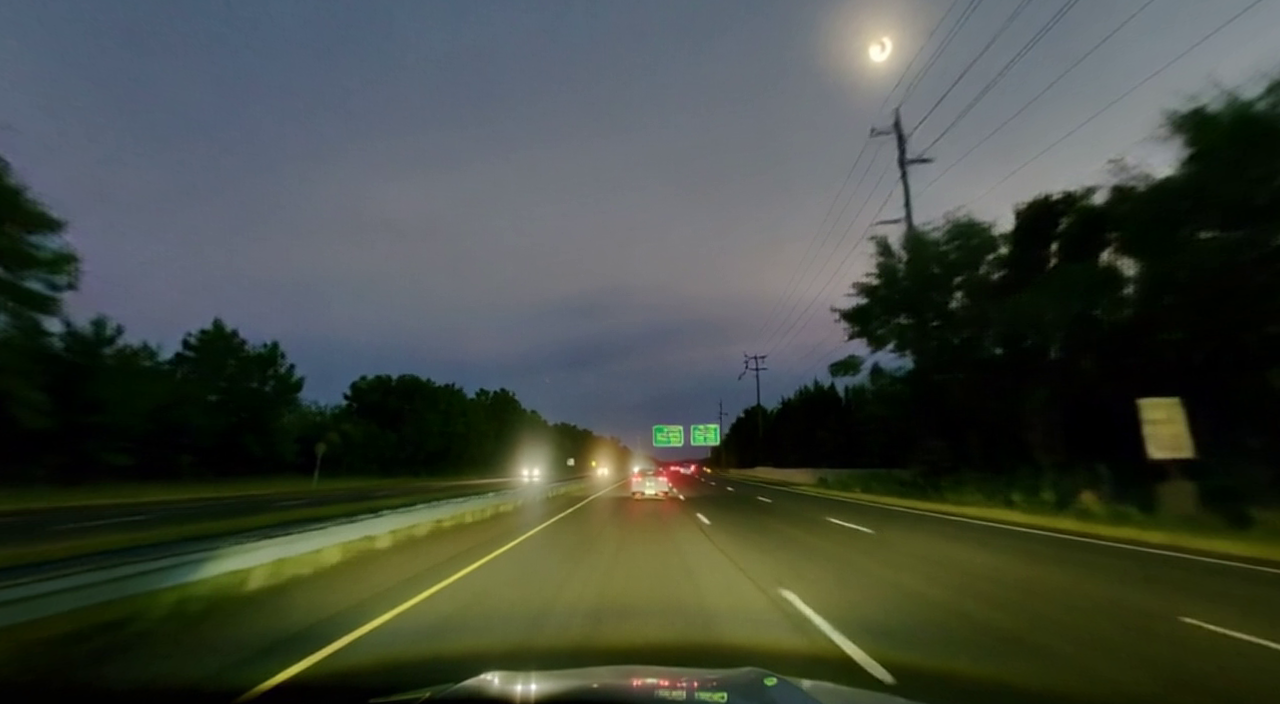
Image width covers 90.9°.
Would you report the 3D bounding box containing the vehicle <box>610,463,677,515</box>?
[{"bbox_3d":[0.122,4.455,20.772,1.987,1.480,3.786,1,-10,0],"label":"vehicle"}]
